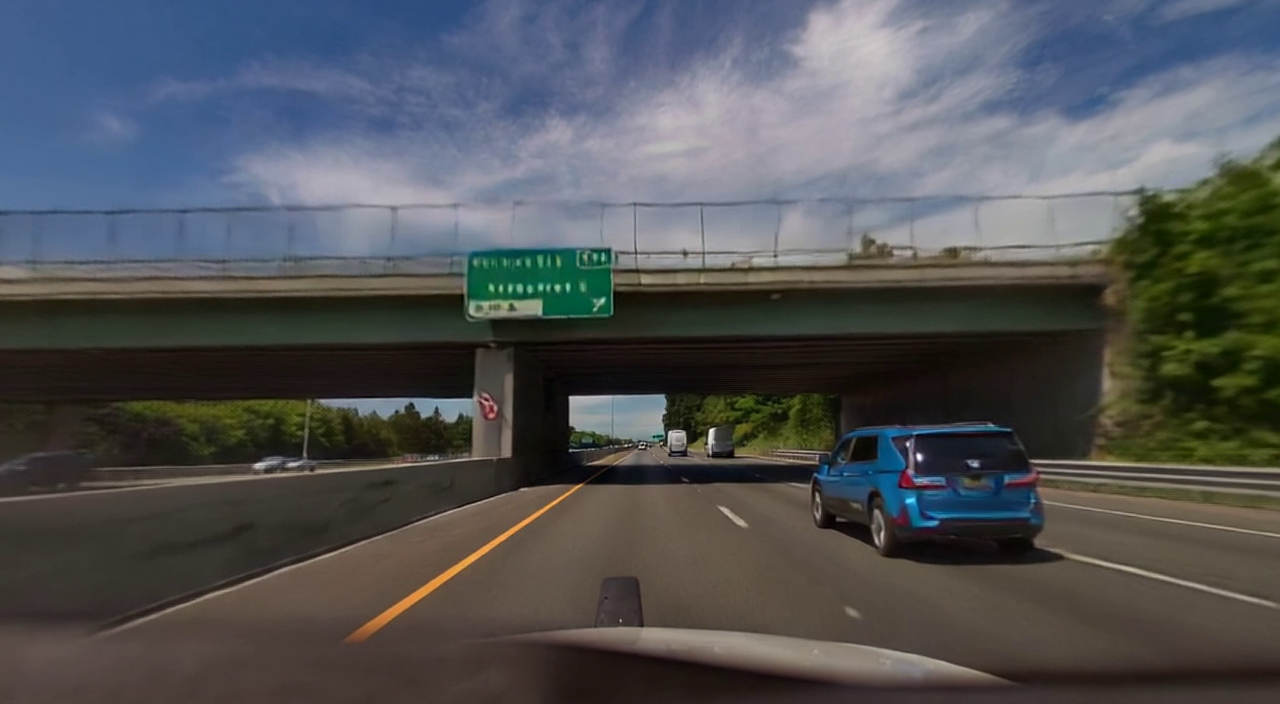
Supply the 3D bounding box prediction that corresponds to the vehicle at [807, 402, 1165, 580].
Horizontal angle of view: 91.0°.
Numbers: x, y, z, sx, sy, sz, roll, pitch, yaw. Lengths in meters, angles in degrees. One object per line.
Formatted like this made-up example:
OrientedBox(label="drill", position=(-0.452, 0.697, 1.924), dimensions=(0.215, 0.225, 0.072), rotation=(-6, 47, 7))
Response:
OrientedBox(label="vehicle", position=(3.933, 1.666, 8.352), dimensions=(2.148, 1.691, 4.443), rotation=(0, -8, -1))
